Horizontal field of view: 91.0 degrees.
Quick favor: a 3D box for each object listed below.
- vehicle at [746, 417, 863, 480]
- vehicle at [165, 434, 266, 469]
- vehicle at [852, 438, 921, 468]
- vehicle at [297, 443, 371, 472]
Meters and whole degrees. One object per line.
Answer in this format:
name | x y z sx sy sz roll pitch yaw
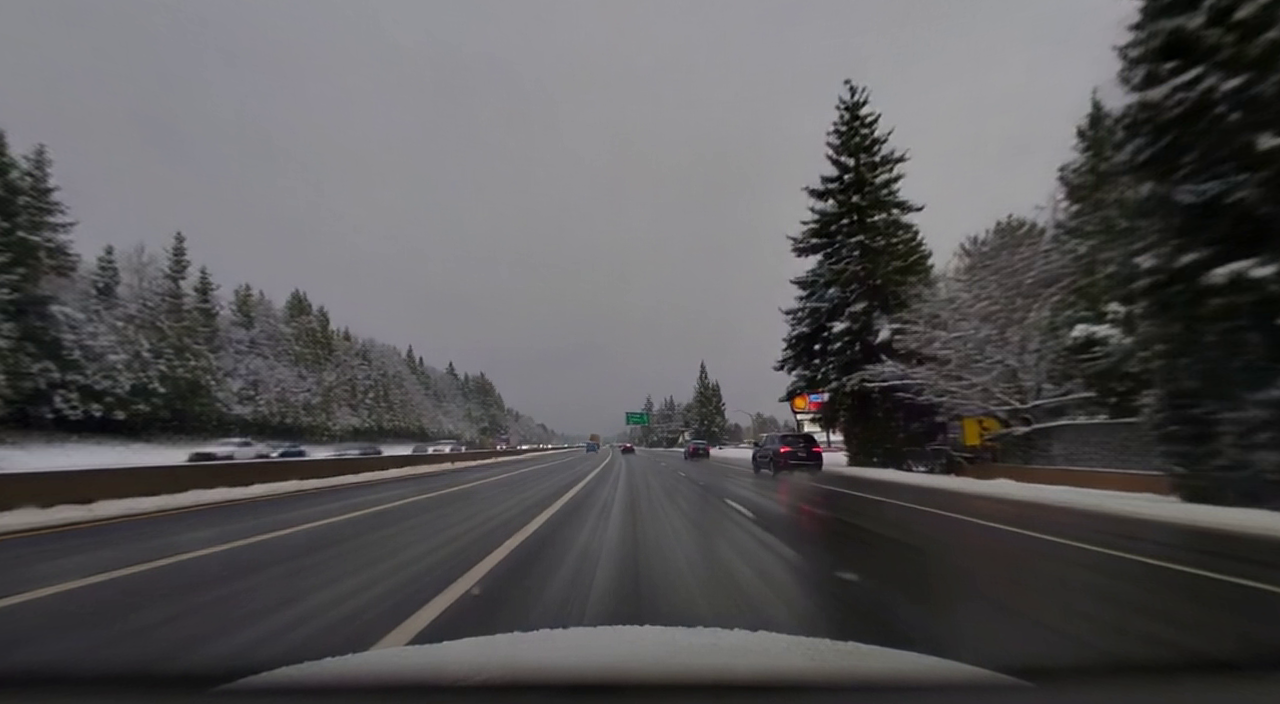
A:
vehicle | 6.843 4.197 27.638 2.779 2.339 8.073 0 -8 -1
vehicle | -25.167 5.935 37.668 2.208 1.933 5.580 0 -8 -1
vehicle | 14.201 5.850 36.503 2.072 1.611 4.387 0 -8 -2
vehicle | -16.625 5.741 34.492 1.816 1.481 4.478 0 -8 -1
